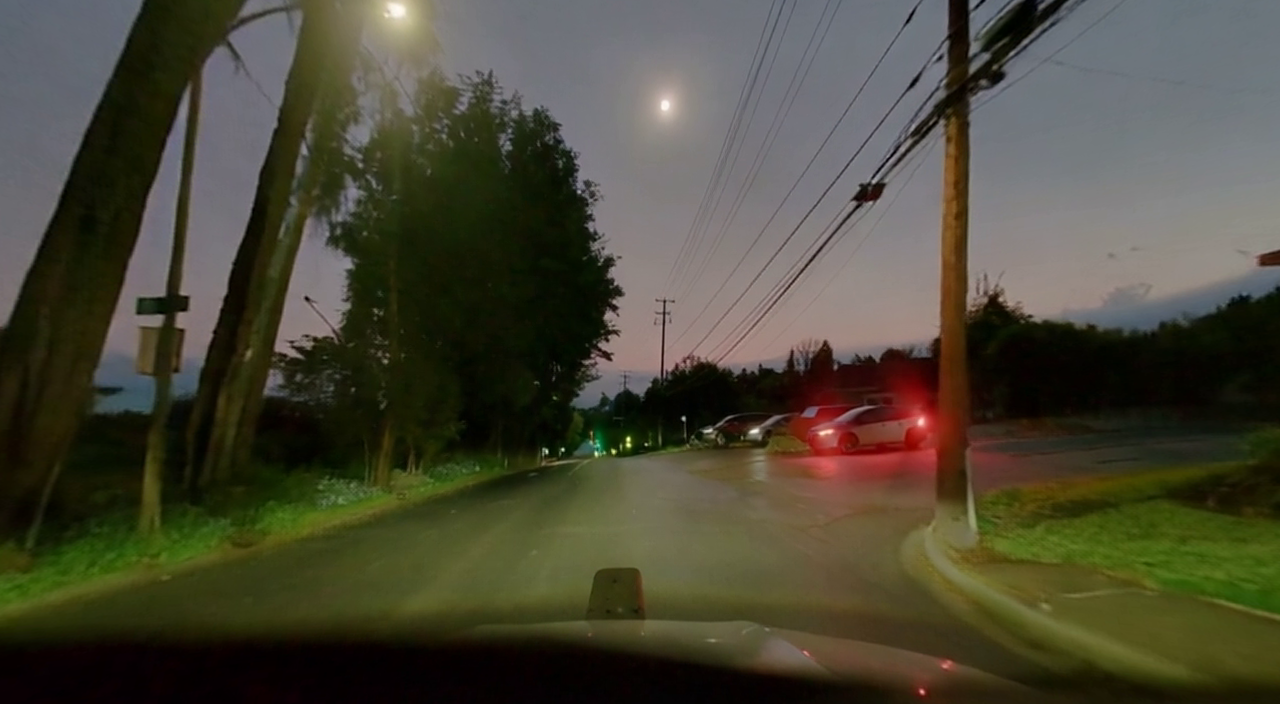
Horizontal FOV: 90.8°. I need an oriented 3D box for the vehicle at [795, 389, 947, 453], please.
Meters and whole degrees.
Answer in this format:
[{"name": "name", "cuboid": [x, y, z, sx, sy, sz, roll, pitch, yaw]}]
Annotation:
[{"name": "vehicle", "cuboid": [7.858, 2.409, 21.528, 4.780, 1.984, 1.896, 4, -9, -24]}]
